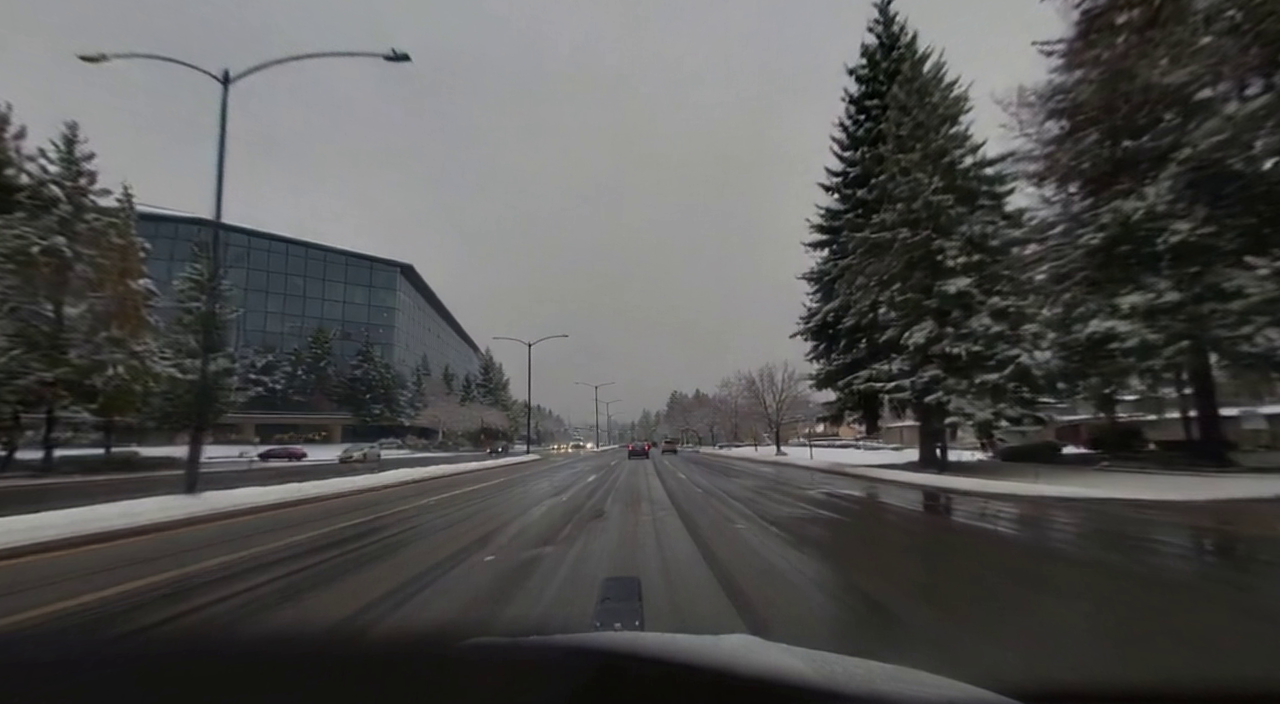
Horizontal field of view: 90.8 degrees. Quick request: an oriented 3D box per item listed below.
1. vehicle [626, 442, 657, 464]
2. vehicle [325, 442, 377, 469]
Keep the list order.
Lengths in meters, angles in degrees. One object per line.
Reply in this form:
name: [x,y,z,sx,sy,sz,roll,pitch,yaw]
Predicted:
vehicle: [0.071,6.884,43.305,2.080,1.445,4.096,0,-8,-1]
vehicle: [-21.713,7.772,47.703,2.308,1.840,5.236,1,-8,-10]
